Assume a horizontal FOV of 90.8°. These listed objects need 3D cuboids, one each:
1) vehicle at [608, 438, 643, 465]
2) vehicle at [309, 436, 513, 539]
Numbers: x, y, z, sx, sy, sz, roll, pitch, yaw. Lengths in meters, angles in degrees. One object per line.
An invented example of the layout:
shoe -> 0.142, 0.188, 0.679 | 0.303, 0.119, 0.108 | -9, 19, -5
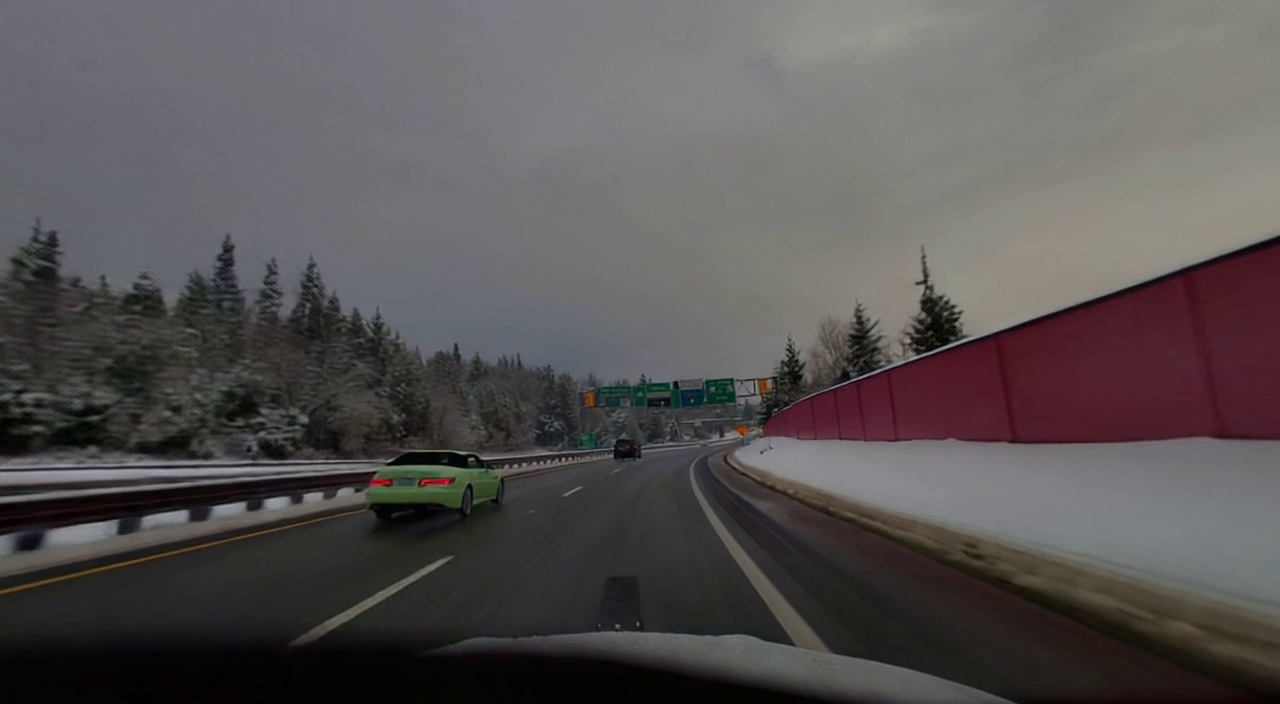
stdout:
vehicle -> -0.919, 6.588, 41.889 | 1.833, 1.697, 3.984 | -1, -9, 6
vehicle -> -3.629, 2.217, 10.976 | 1.746, 1.405, 4.339 | -1, -9, 3
